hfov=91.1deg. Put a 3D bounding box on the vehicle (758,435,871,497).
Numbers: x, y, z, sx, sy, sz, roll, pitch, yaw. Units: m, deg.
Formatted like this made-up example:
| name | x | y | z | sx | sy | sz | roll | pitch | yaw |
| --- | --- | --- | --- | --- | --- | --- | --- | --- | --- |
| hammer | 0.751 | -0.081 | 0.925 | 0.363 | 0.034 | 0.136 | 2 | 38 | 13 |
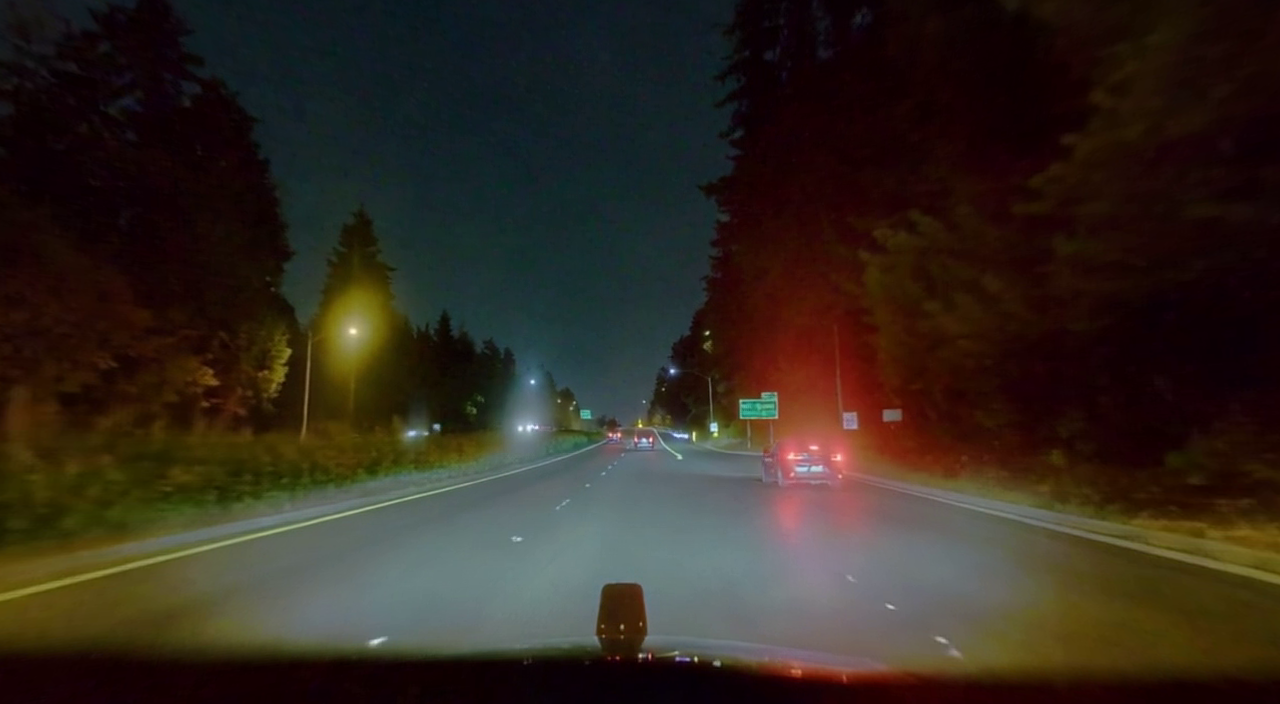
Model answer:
| name | x | y | z | sx | sy | sz | roll | pitch | yaw |
| --- | --- | --- | --- | --- | --- | --- | --- | --- | --- |
| vehicle | 4.746 | 3.151 | 17.796 | 1.913 | 1.516 | 4.322 | 0 | -9 | -1 |
